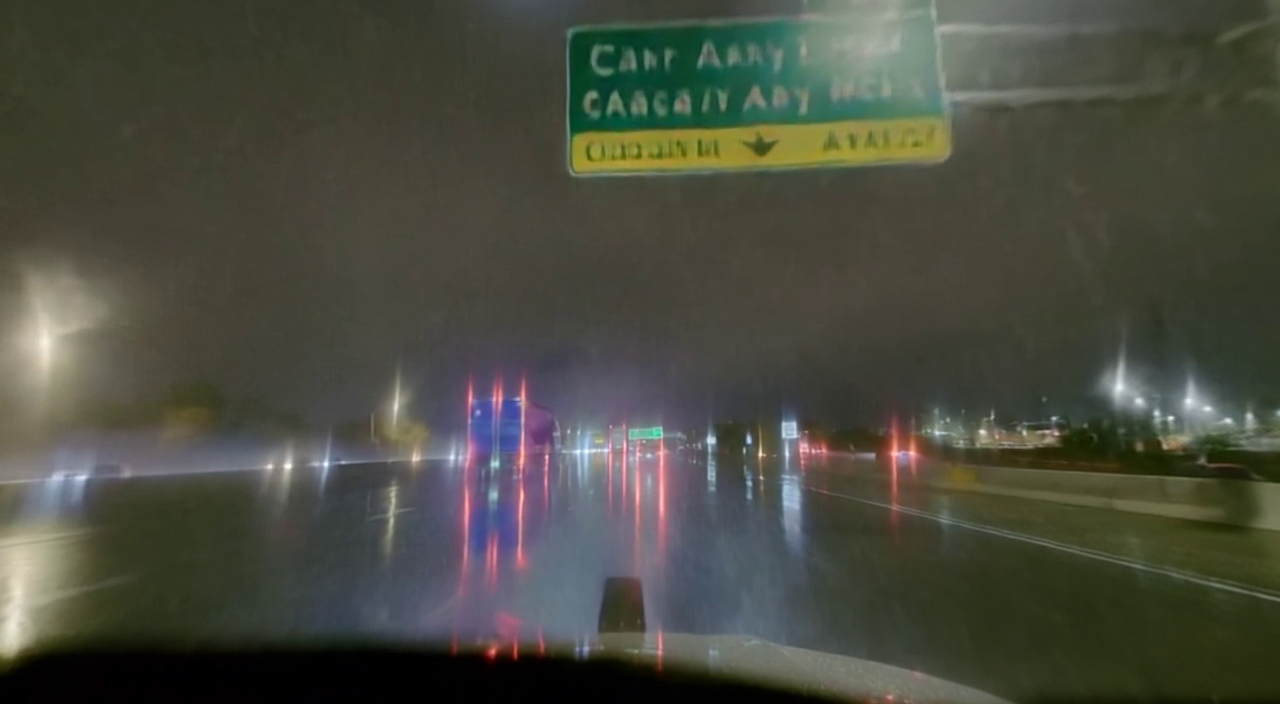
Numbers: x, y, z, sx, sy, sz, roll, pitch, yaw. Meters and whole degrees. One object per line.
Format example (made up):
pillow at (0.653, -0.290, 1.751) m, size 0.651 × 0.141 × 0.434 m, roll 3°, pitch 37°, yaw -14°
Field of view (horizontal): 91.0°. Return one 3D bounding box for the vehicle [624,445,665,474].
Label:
vehicle at (0.193, 5.791, 34.132) m, size 2.066 × 1.469 × 4.050 m, roll 0°, pitch -9°, yaw -1°

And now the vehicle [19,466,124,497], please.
vehicle at (-31.398, 7.133, 34.989) m, size 1.765 × 1.472 × 4.346 m, roll 0°, pitch -9°, yaw 0°

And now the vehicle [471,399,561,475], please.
vehicle at (-6.994, 5.140, 37.547) m, size 3.067 × 3.804 × 11.136 m, roll 0°, pitch -9°, yaw 0°
